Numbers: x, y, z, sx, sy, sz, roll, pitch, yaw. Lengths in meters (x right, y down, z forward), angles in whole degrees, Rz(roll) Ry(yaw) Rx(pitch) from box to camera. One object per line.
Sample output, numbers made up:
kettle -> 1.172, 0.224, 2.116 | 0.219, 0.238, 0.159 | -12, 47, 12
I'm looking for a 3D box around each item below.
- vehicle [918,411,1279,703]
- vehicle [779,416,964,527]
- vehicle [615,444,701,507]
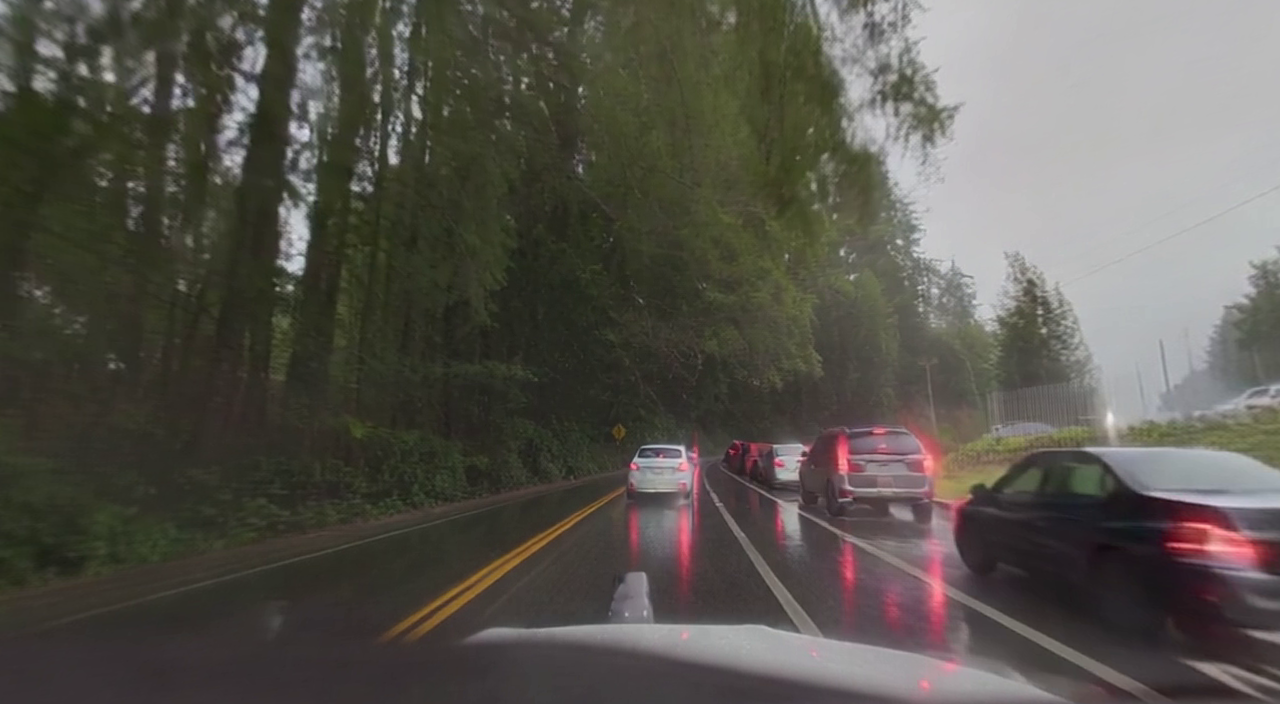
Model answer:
vehicle -> 4.119, 1.280, 4.754 | 1.992, 1.469, 4.823 | 0, -8, 2
vehicle -> 4.322, 2.306, 12.773 | 2.066, 1.804, 4.751 | 0, -8, 2
vehicle -> 0.504, 3.293, 17.367 | 2.078, 1.521, 4.058 | 0, -8, 2
